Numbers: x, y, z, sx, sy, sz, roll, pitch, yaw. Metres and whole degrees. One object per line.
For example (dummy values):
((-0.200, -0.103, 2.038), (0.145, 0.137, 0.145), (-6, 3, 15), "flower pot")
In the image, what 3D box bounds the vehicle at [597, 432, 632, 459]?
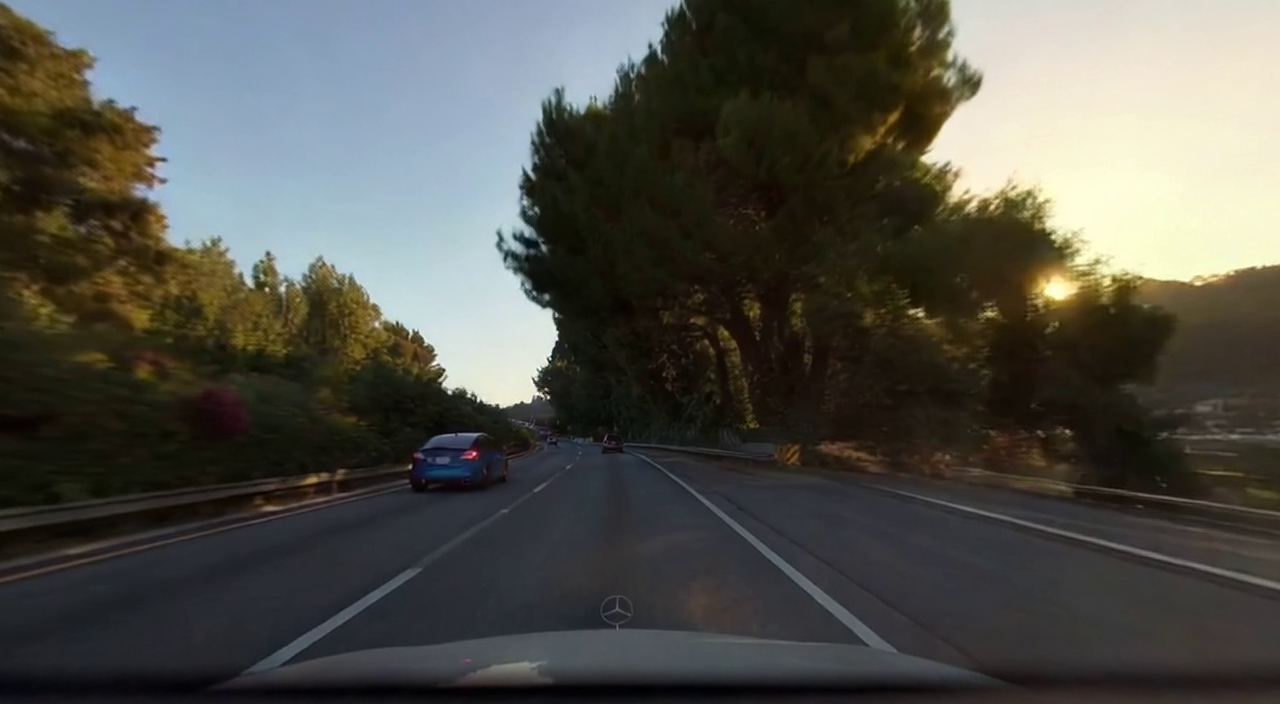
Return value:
((-1.654, 5.821, 39.371), (2.041, 1.618, 3.898), (0, -8, -4), "vehicle")

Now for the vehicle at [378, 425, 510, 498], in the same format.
((-4.913, 2.796, 16.626), (2.039, 1.627, 4.844), (0, -8, -2), "vehicle")
